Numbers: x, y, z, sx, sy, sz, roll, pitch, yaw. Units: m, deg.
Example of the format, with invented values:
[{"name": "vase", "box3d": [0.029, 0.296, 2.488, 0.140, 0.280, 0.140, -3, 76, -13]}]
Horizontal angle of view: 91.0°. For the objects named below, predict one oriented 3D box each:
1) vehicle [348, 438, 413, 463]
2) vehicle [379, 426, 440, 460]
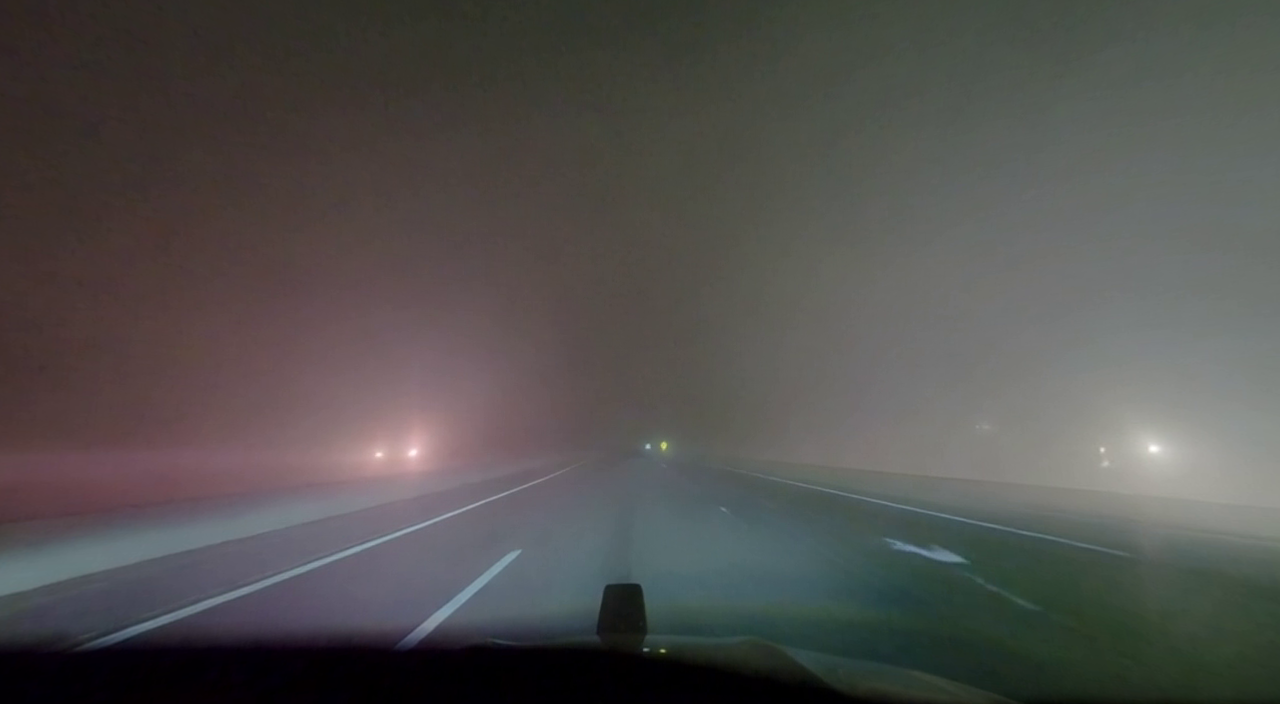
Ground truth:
[{"name": "vehicle", "box3d": [-15.901, 6.069, 38.882, 2.142, 1.456, 4.453, 0, -8, 0]}, {"name": "vehicle", "box3d": [-16.059, 6.398, 44.243, 2.212, 2.251, 5.215, 0, -8, 1]}]
